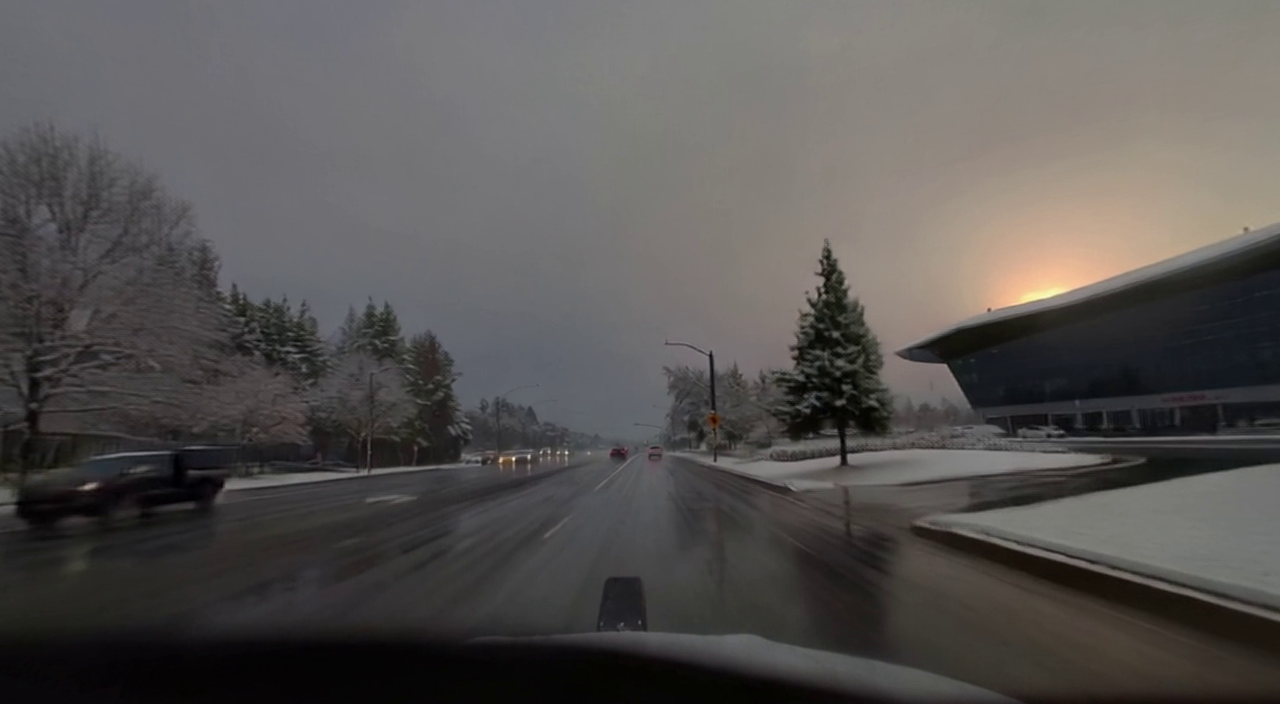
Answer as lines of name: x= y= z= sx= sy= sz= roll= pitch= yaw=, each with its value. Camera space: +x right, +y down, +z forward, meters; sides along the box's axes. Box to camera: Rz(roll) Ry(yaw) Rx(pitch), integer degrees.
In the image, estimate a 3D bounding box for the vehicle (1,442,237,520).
vehicle: x=-13.486 y=3.311 z=16.798 sx=2.145 sy=1.754 sz=4.777 roll=0 pitch=-8 yaw=1
